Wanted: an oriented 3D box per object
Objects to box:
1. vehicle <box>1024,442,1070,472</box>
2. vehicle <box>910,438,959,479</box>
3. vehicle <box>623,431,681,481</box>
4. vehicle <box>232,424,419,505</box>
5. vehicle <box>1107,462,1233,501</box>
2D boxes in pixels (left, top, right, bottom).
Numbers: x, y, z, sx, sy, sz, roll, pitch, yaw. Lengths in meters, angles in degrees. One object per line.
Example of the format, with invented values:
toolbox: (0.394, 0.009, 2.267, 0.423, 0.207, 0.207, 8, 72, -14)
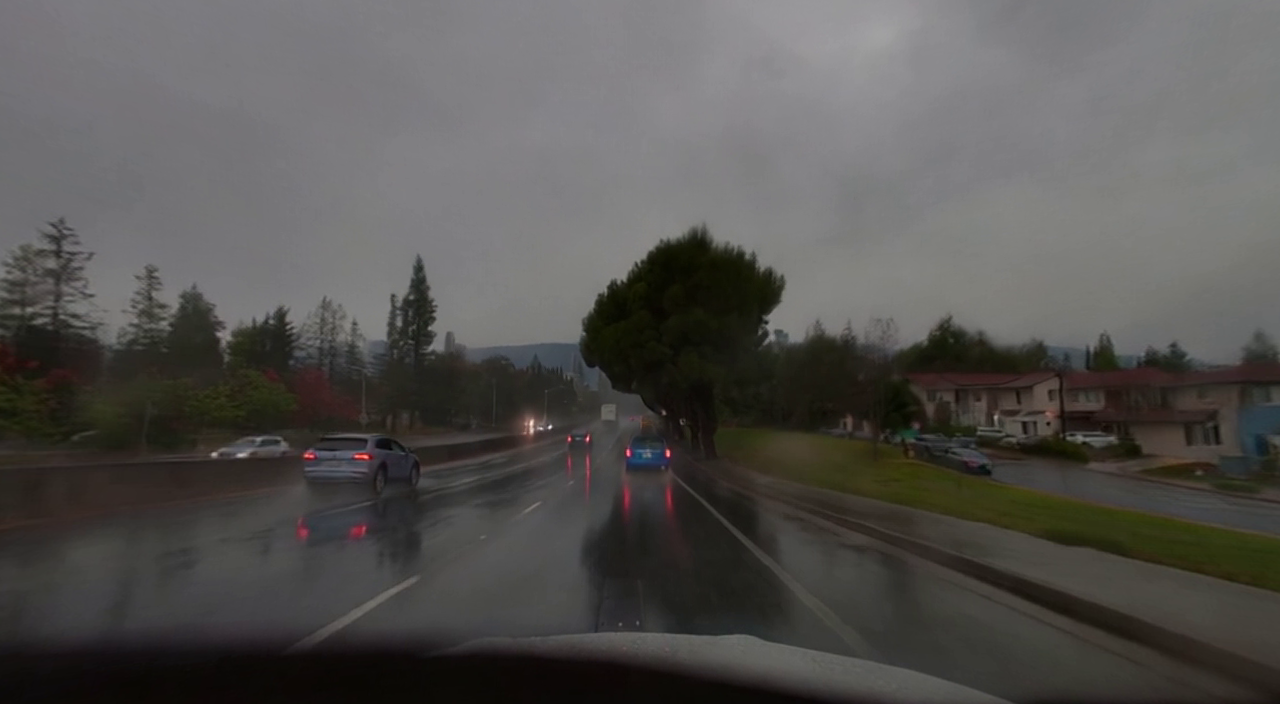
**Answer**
vehicle: (29.332, 7.535, 45.640, 2.059, 1.942, 4.496, -5, -9, 25)
vehicle: (18.102, 6.489, 39.029, 1.849, 1.958, 4.453, -2, -3, 14)
vehicle: (0.459, 4.171, 25.535, 2.125, 1.830, 4.370, 0, -8, 0)
vehicle: (-7.472, 2.726, 15.776, 1.997, 1.650, 5.090, 0, -8, 1)
vehicle: (25.797, 6.276, 30.990, 1.862, 1.481, 4.503, 0, -7, -9)
